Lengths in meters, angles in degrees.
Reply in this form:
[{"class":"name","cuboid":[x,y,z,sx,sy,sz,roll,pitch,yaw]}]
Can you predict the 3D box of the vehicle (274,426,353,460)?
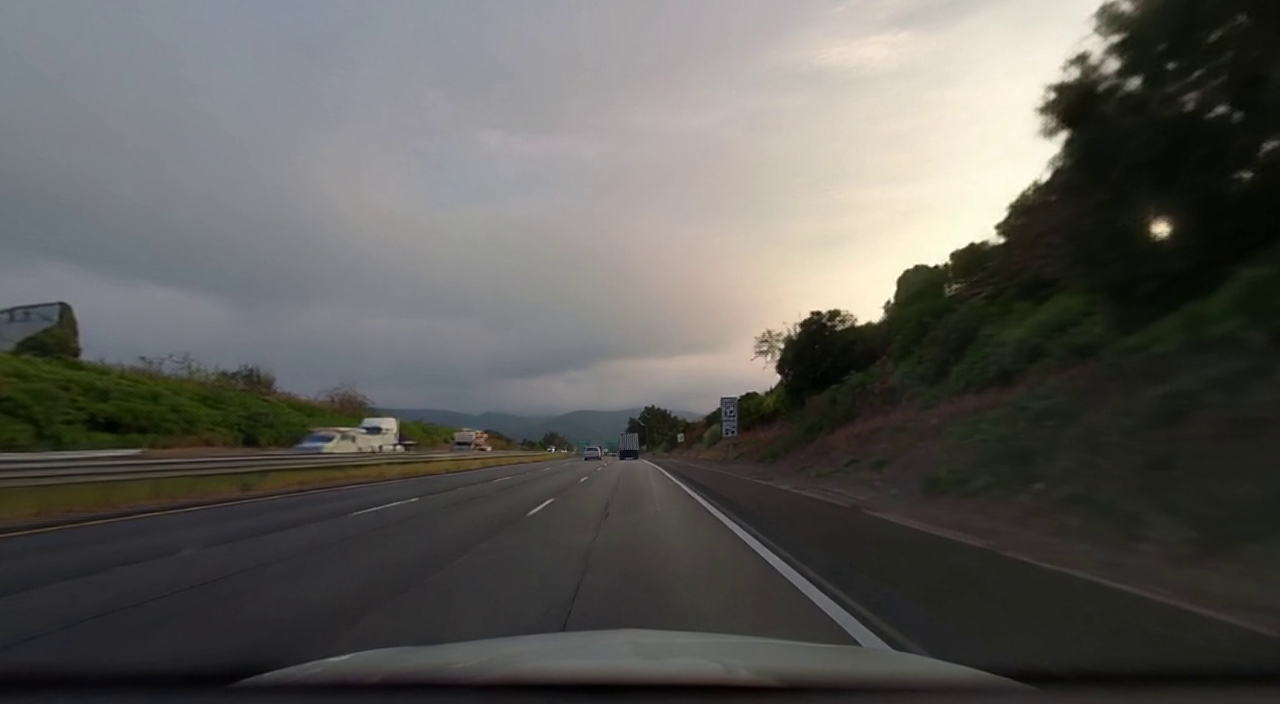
[{"class":"vehicle","cuboid":[-19.984,5.643,38.960,2.171,1.948,5.072,0,-9,-1]}]
